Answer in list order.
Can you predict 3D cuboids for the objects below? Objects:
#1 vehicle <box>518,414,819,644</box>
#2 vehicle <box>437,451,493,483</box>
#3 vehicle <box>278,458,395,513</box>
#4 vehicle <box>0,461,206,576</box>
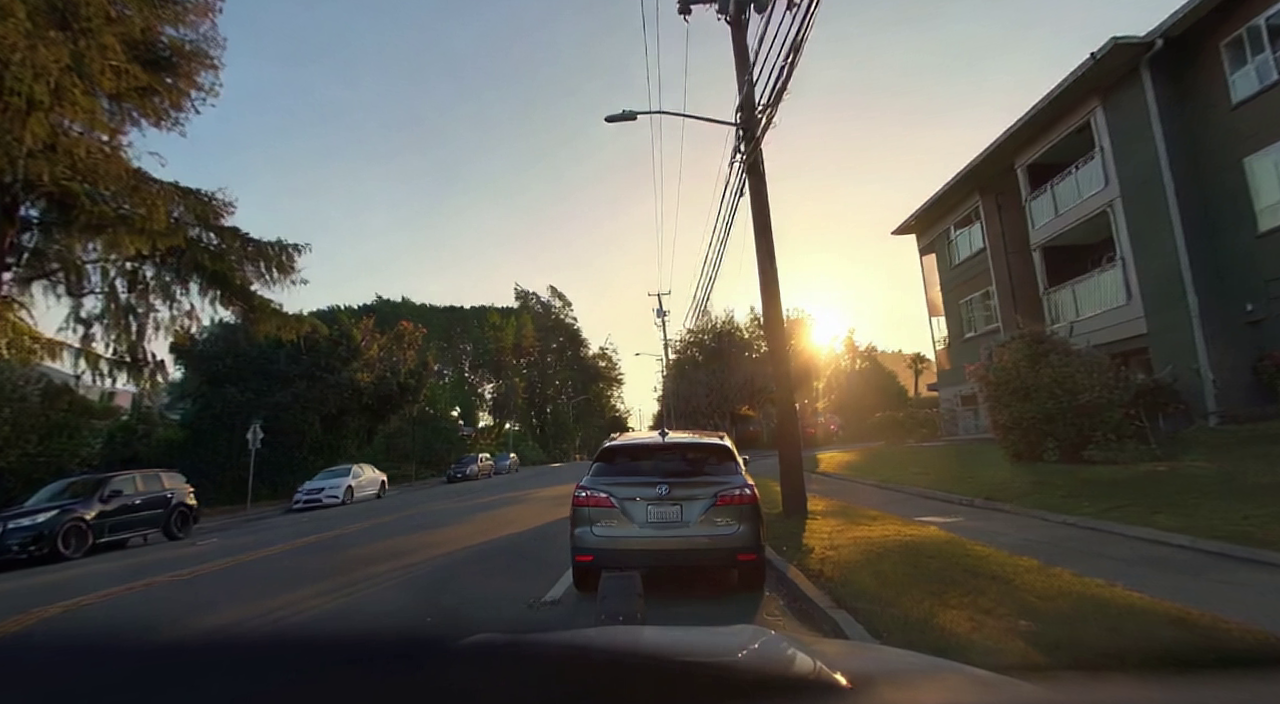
[{"bbox_3d":[0.281,1.549,6.696,2.030,1.535,4.683,-1,-8,2],"label":"vehicle"},{"bbox_3d":[-10.859,7.150,39.555,2.011,1.801,4.676,-1,-8,1],"label":"vehicle"},{"bbox_3d":[-11.468,5.045,24.275,2.017,1.582,4.664,-7,-9,2],"label":"vehicle"},{"bbox_3d":[-11.297,3.221,12.645,2.068,1.745,4.579,-7,-9,-1],"label":"vehicle"}]
